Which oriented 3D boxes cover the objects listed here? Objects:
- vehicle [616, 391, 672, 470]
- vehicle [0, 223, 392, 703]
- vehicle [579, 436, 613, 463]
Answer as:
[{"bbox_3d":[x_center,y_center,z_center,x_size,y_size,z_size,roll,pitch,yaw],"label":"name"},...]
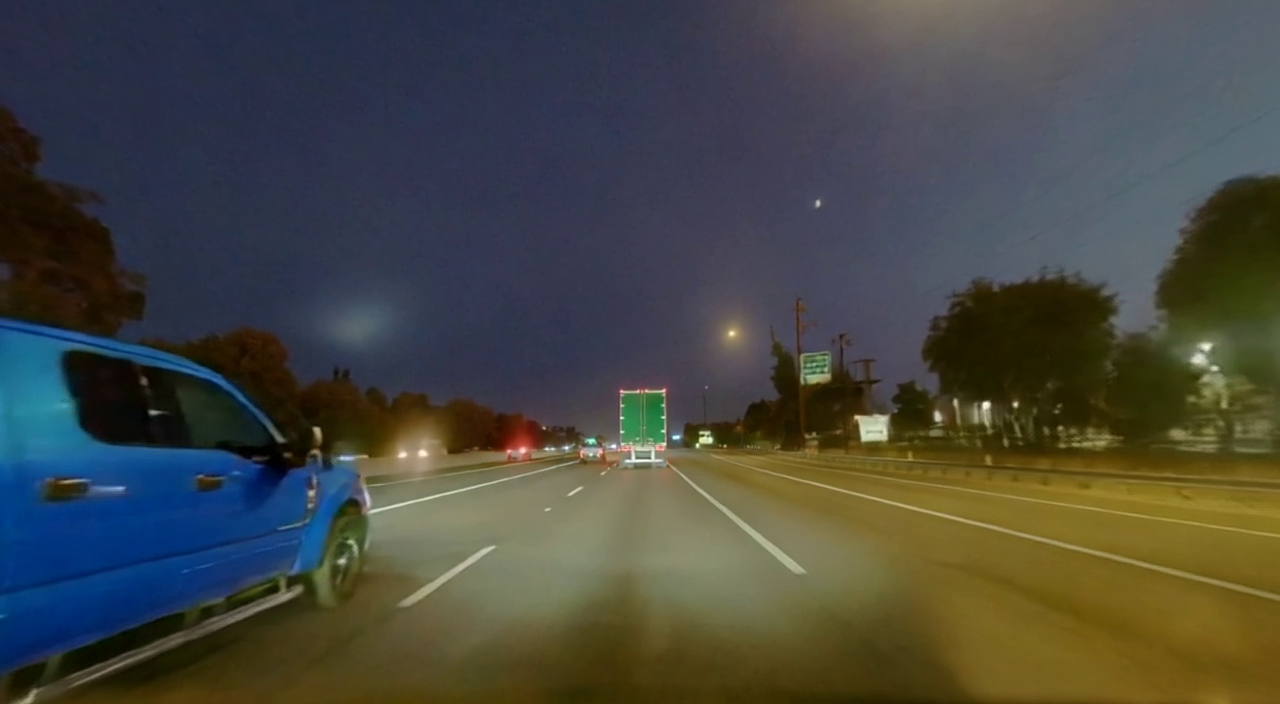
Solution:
[{"bbox_3d":[0.235,5.046,39.487,2.879,4.085,13.125,0,-8,0],"label":"vehicle"},{"bbox_3d":[-3.717,0.643,2.528,2.749,2.141,6.515,0,-8,1],"label":"vehicle"},{"bbox_3d":[-3.408,7.653,49.662,2.293,1.923,5.141,0,-8,0],"label":"vehicle"}]
